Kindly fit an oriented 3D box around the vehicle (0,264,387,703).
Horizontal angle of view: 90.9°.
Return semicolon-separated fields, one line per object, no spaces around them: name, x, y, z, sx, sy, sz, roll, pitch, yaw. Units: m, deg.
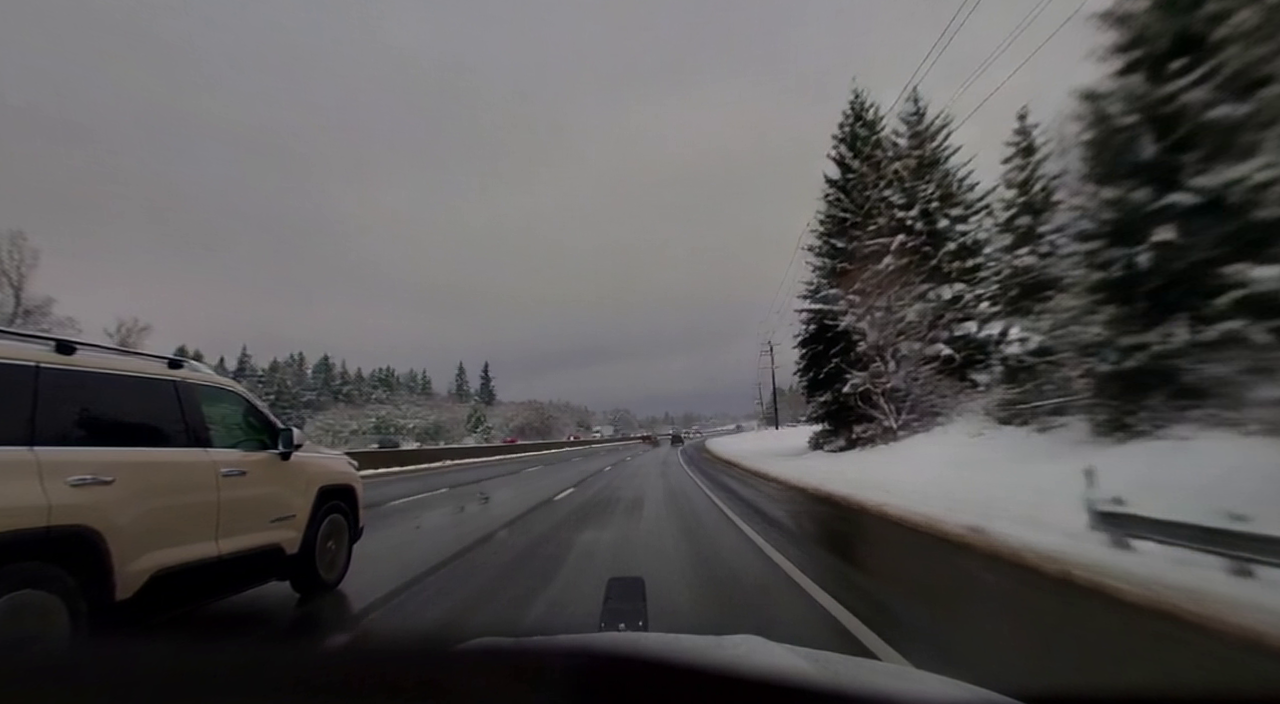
vehicle;-3.586;0.797;3.533;2.136;1.975;5.037;0;-8;1
